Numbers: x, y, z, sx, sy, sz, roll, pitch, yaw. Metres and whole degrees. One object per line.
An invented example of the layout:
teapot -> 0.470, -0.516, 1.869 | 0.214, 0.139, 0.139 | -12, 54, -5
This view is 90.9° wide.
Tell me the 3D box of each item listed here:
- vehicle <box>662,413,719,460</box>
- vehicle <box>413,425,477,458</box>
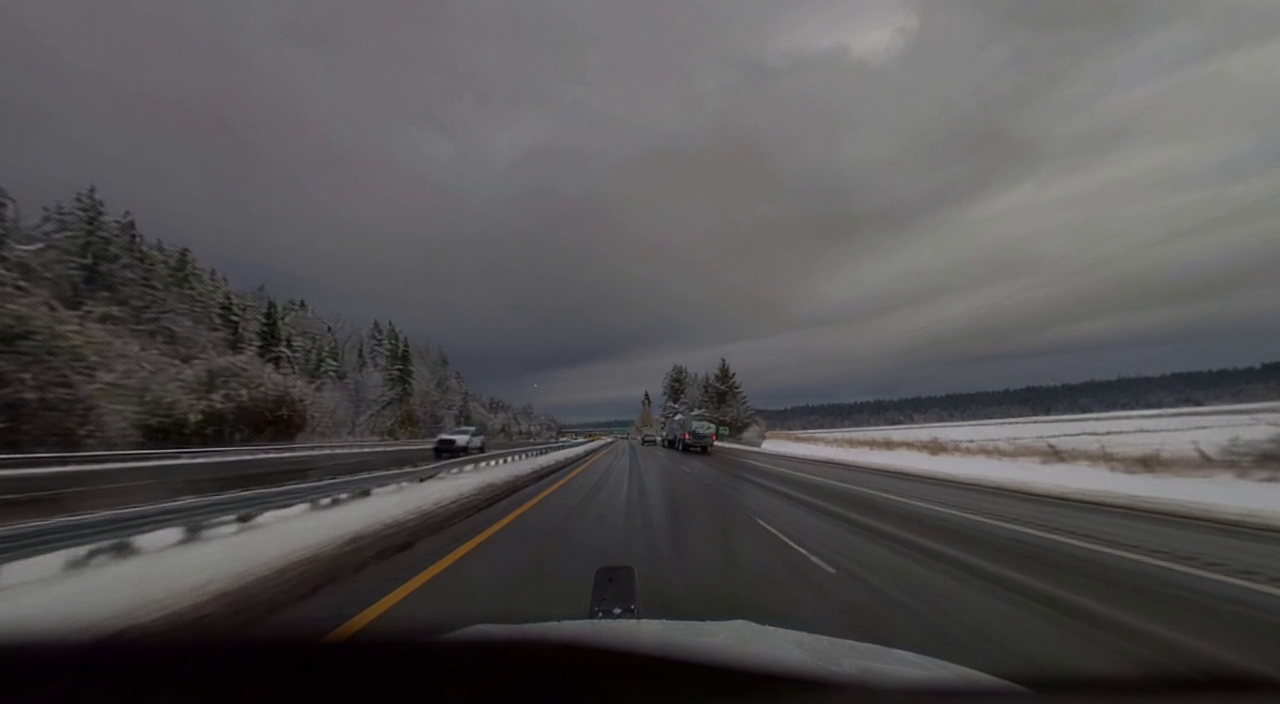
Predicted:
vehicle -> 3.016, 5.291, 39.421 | 2.821, 2.673, 6.205 | 0, -8, -3
vehicle -> -9.326, 4.307, 30.490 | 1.882, 1.483, 3.954 | 0, -8, 0
